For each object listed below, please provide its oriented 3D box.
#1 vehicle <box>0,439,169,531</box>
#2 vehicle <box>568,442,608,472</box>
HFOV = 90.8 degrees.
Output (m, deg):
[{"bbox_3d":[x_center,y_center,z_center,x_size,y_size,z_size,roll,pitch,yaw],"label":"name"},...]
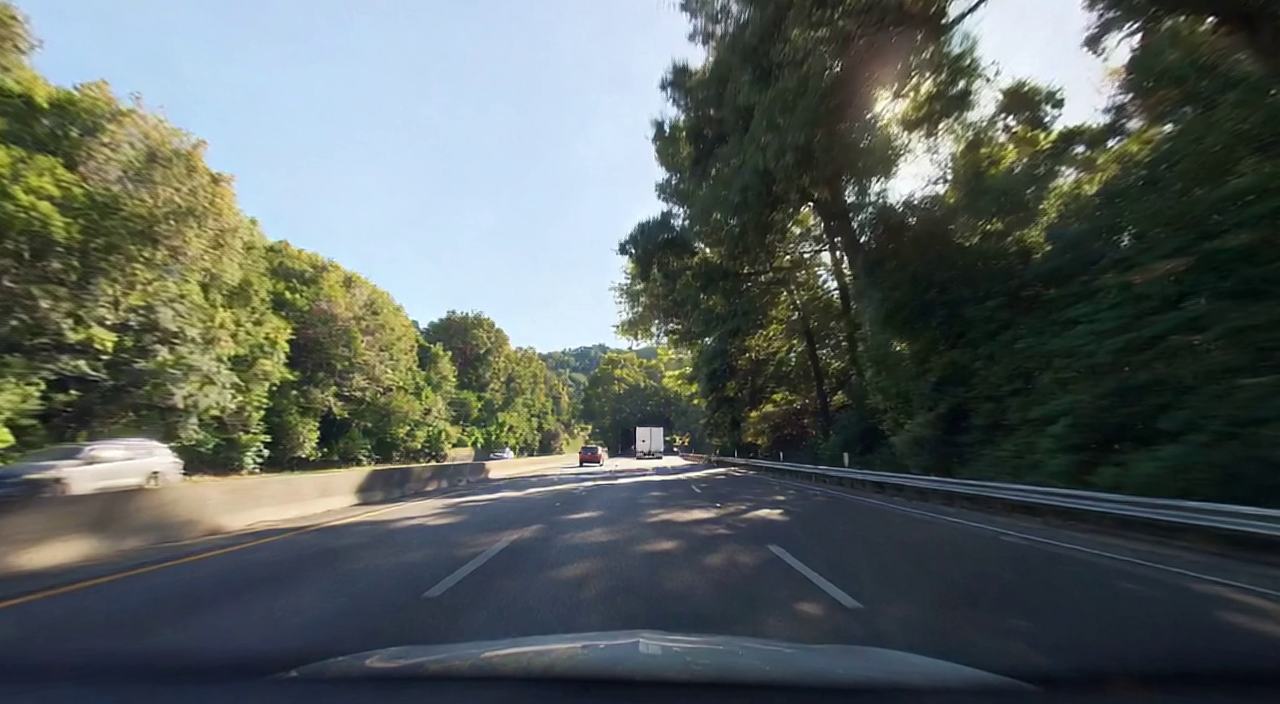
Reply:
[{"bbox_3d":[-12.701,2.675,13.074,2.125,1.643,4.749,0,-9,1],"label":"vehicle"},{"bbox_3d":[-3.468,7.168,43.155,2.173,1.924,5.030,0,-9,1],"label":"vehicle"}]
